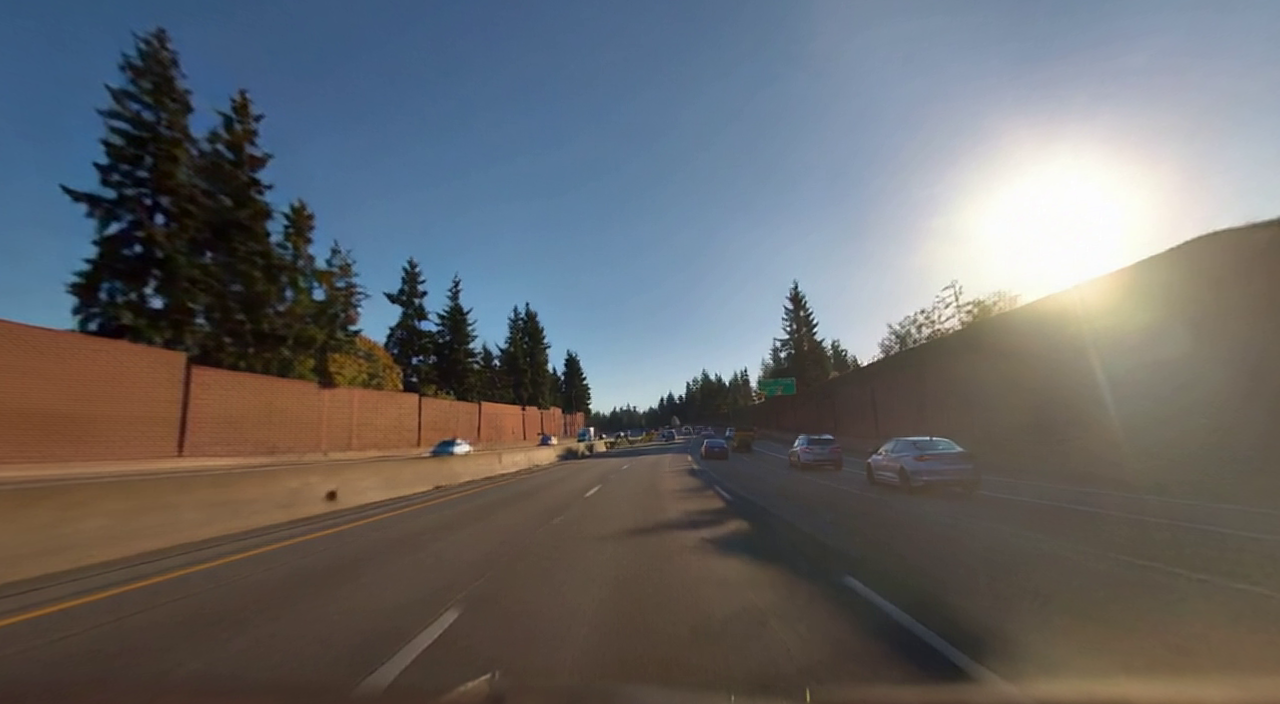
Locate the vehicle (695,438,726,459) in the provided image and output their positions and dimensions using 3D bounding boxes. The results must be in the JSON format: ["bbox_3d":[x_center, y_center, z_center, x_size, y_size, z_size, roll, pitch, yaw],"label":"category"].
[{"bbox_3d":[5.082,7.022,46.073,1.926,1.477,4.080,0,-8,2],"label":"vehicle"}]
